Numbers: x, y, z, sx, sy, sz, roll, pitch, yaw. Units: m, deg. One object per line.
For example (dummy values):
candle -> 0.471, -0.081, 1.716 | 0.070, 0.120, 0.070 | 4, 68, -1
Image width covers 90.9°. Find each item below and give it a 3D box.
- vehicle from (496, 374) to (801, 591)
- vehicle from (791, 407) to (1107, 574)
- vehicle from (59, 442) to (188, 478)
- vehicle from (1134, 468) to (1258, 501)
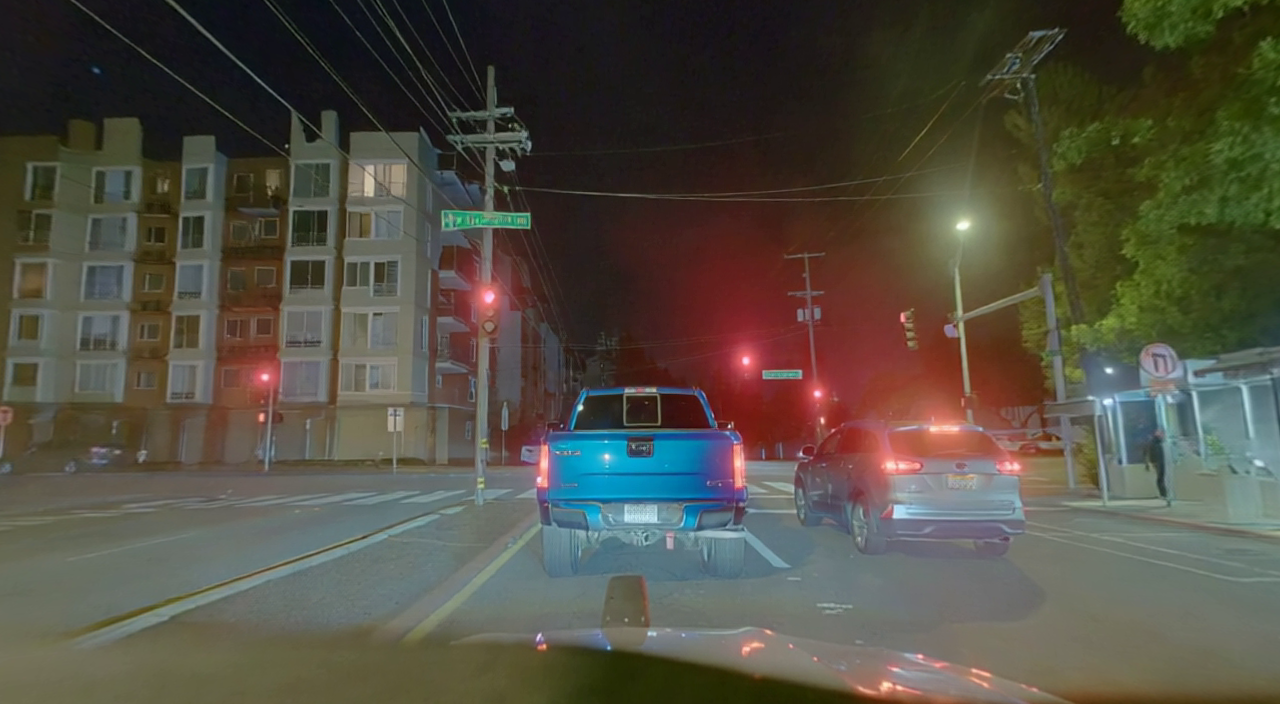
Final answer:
vehicle -> 0.105, 1.549, 8.308 | 2.738, 1.959, 5.070 | 0, -8, 1
vehicle -> 3.857, 1.824, 9.129 | 2.131, 1.759, 4.762 | 0, -8, 0
vehicle -> -24.856, 5.189, 30.426 | 4.563, 1.692, 1.778 | 0, -8, -1
vehicle -> 26.375, 6.284, 29.996 | 4.071, 1.388, 1.884 | 0, -8, 1
